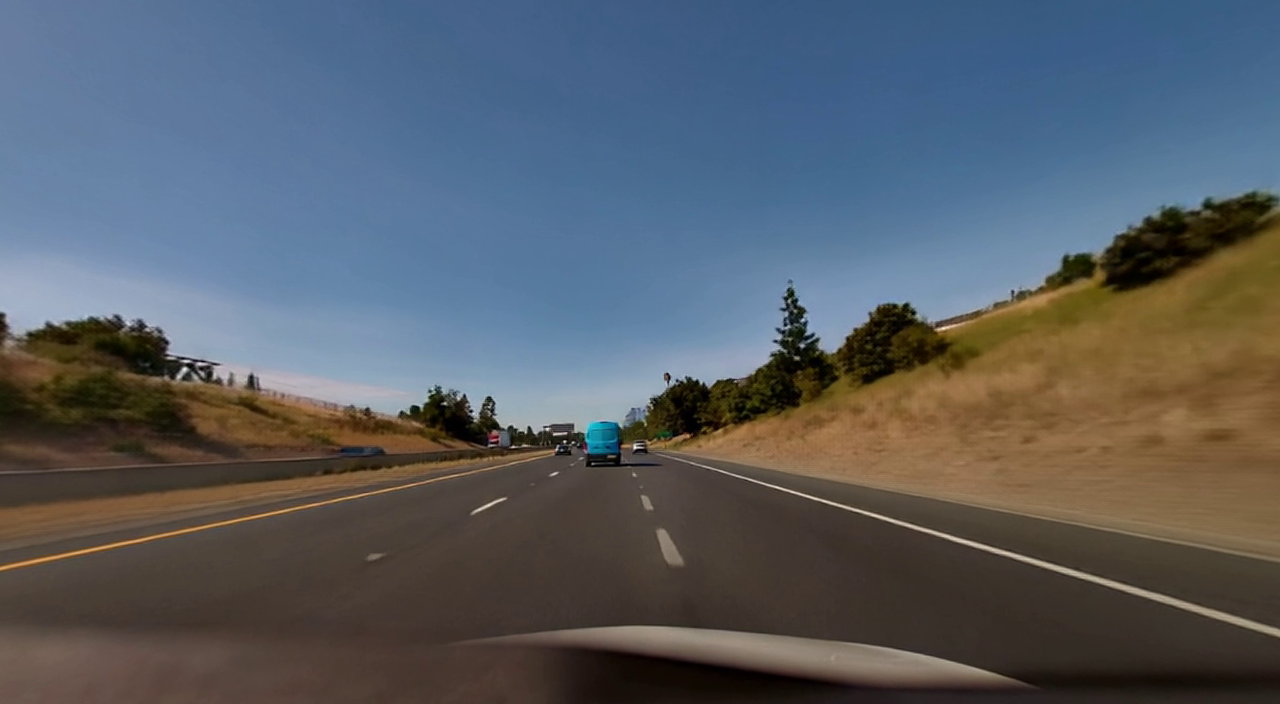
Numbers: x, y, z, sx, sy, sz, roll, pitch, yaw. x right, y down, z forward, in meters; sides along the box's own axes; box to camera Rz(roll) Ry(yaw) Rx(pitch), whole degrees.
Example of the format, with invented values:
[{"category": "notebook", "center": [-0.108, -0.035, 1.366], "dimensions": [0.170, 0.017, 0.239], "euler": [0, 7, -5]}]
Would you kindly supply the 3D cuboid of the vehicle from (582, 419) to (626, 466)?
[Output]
[{"category": "vehicle", "center": [-2.003, 5.246, 36.584], "dimensions": [2.329, 2.483, 5.428], "euler": [0, -8, -1]}]
